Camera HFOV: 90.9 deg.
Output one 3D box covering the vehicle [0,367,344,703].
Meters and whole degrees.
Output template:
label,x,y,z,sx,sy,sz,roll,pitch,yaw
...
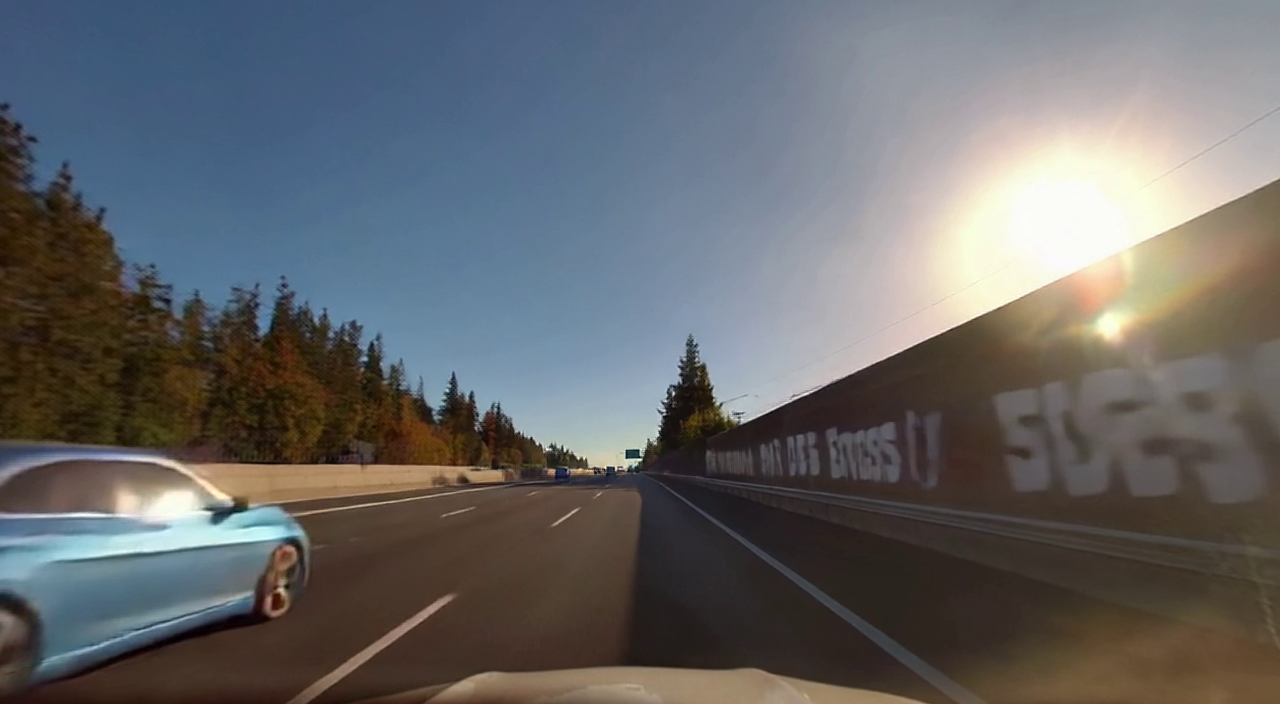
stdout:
label,x,y,z,sx,sy,sz,roll,pitch,yaw
vehicle,-3.916,1.075,3.644,2.173,1.696,4.462,1,-10,0
